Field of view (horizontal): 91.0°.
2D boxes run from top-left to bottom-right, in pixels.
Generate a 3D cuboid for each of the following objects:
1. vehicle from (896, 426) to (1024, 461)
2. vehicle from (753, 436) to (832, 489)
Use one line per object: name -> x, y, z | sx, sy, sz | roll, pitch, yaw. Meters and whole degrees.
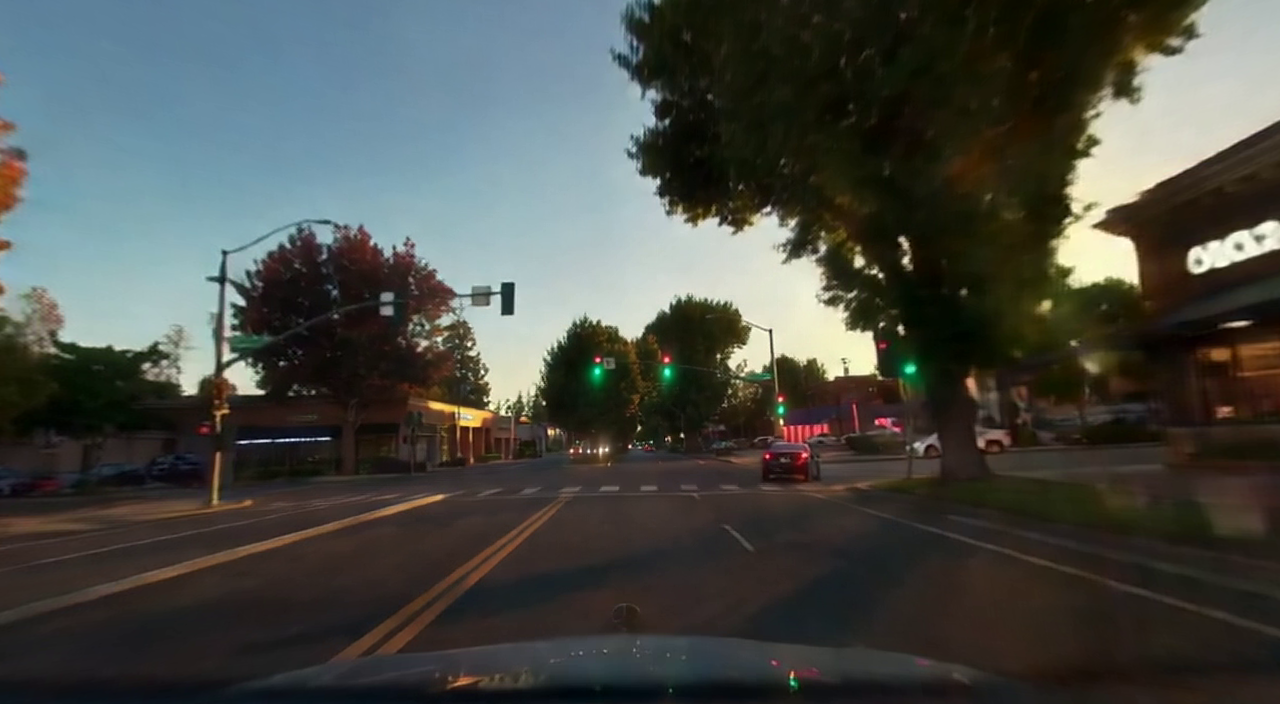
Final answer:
vehicle -> 14.602, 4.209, 28.952 | 4.704, 1.544, 2.112 | 0, -8, 0
vehicle -> 5.045, 3.491, 20.338 | 2.064, 1.470, 4.610 | -3, -9, 18
